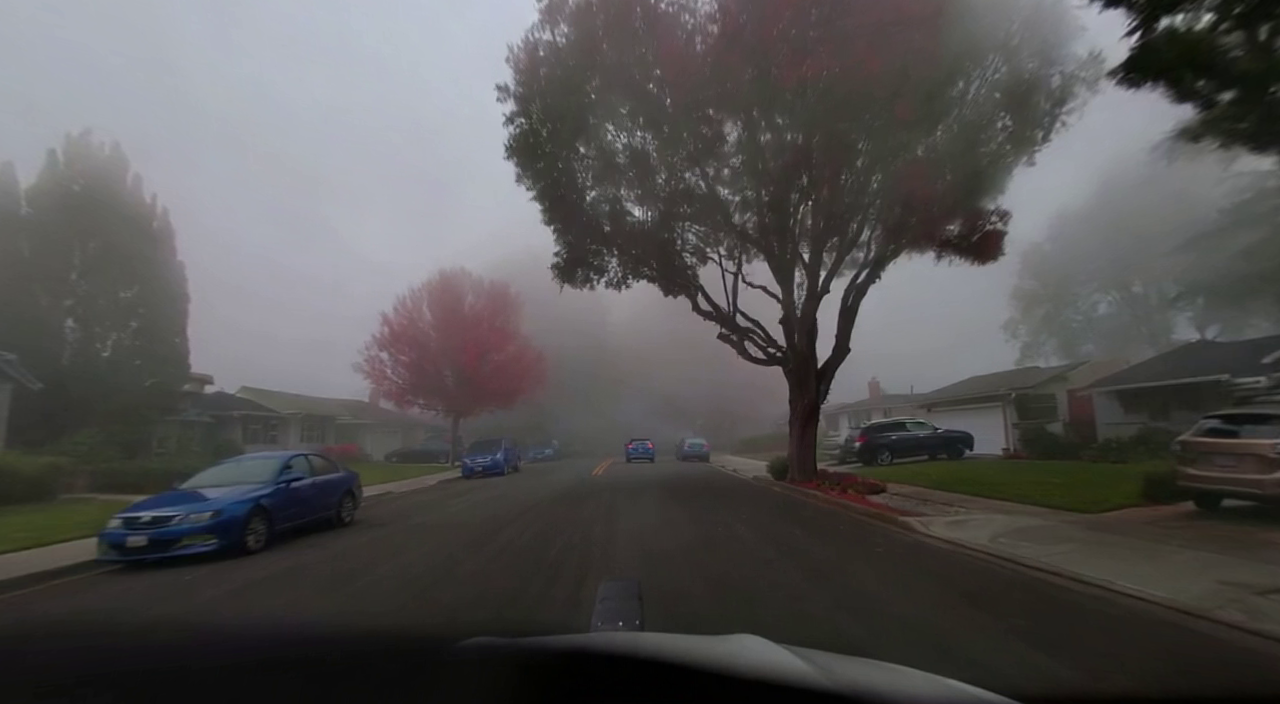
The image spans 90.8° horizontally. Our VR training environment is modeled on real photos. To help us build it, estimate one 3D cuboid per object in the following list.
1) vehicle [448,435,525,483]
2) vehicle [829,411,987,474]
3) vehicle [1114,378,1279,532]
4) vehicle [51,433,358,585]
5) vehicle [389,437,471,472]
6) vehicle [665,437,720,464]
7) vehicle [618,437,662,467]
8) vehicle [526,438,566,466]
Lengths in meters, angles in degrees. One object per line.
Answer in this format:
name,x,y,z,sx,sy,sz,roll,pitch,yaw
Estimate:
vehicle,-6.533,4.562,27.426,2.254,1.773,4.795,-2,-7,-2
vehicle,9.868,3.354,23.516,4.813,1.914,2.041,-3,-9,-4
vehicle,10.071,1.270,8.932,4.908,1.846,2.143,-4,-9,-2
vehicle,-6.110,2.133,9.600,2.007,1.662,3.951,-2,-7,-2
vehicle,-12.953,6.337,39.149,4.461,1.717,1.936,-4,-7,-5
vehicle,3.083,5.934,38.078,2.429,1.502,4.474,1,-9,-7
vehicle,-0.080,5.273,33.494,2.192,1.474,4.192,0,-9,-2
vehicle,-6.743,7.273,45.853,2.235,1.851,4.662,-2,-9,-1
